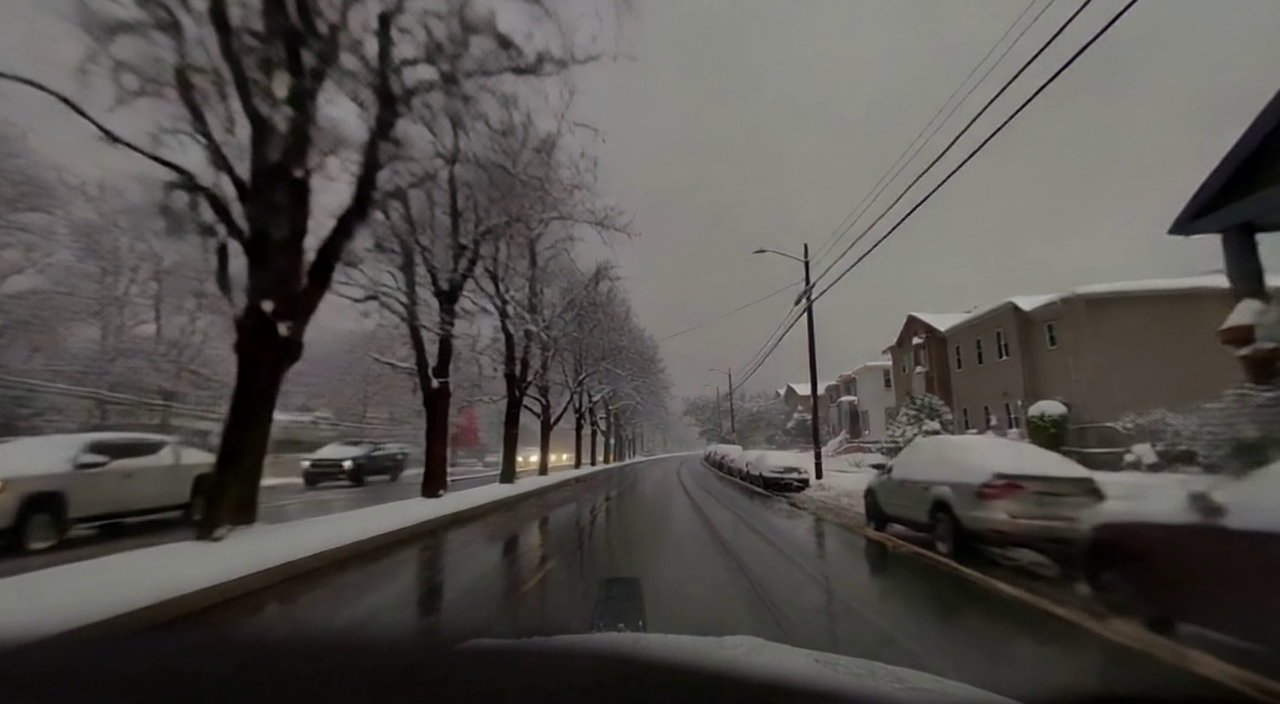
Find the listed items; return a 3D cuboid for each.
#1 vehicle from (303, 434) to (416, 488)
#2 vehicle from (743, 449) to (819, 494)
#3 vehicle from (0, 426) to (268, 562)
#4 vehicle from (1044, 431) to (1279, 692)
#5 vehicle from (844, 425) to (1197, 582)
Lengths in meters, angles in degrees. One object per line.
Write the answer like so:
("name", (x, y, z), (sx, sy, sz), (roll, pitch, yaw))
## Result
("vehicle", (-12.495, 4.882, 28.635), (2.469, 2.157, 5.373), (-1, -8, 3))
("vehicle", (4.960, 4.247, 22.857), (1.833, 1.399, 4.727), (-1, -8, 2))
("vehicle", (-8.646, 2.154, 10.435), (2.331, 1.696, 4.861), (0, -8, -5))
("vehicle", (4.524, 1.119, 3.152), (1.853, 1.457, 4.967), (-1, -8, 2))
("vehicle", (4.792, 1.947, 9.049), (2.128, 1.635, 4.602), (0, -8, -1))
